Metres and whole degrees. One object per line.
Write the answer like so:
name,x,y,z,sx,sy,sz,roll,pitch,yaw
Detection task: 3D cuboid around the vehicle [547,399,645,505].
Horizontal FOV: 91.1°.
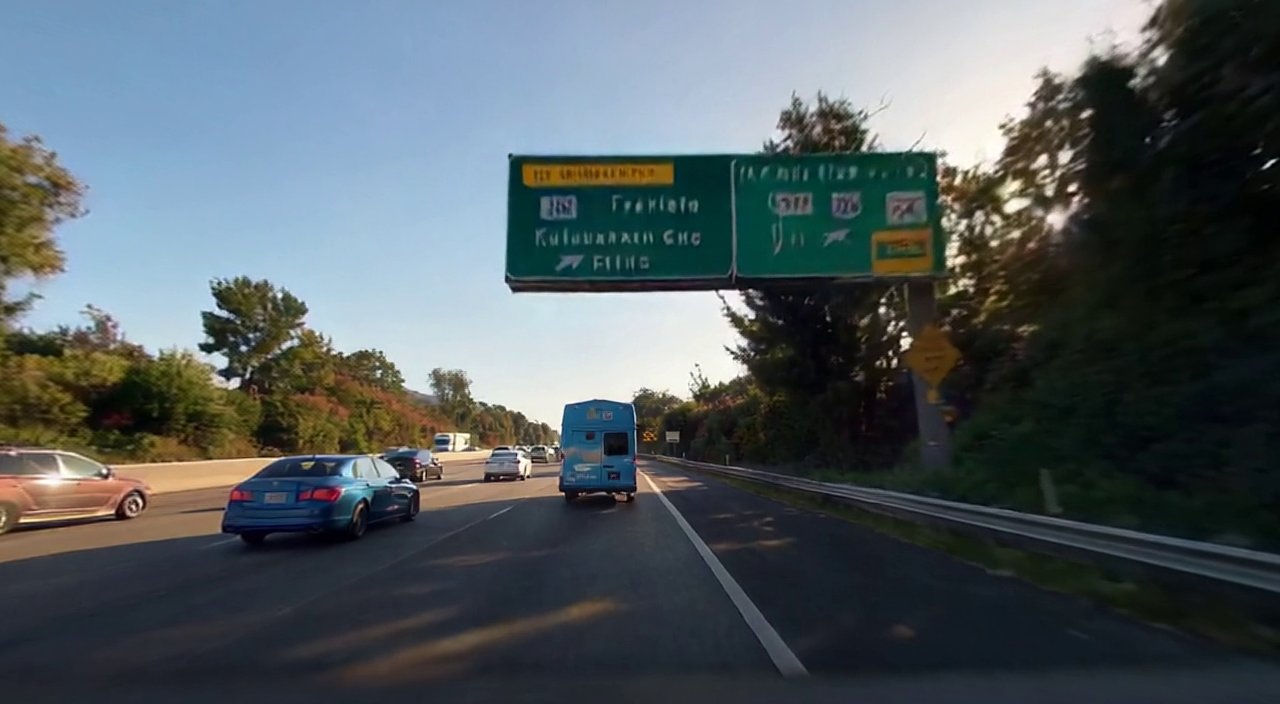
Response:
vehicle,-1.185,2.847,18.101,2.394,2.556,5.232,0,-9,-2

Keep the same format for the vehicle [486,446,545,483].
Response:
vehicle,-5.282,4.806,27.121,1.872,1.480,3.545,0,-9,-1

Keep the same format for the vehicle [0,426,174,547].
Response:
vehicle,-9.710,1.988,9.540,2.010,1.621,4.252,0,-9,-1

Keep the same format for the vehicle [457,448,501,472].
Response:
vehicle,-10.535,7.035,41.303,1.886,1.462,4.084,0,-9,-1

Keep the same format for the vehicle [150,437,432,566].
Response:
vehicle,-4.657,2.018,9.255,1.876,1.438,4.072,0,-9,-1
